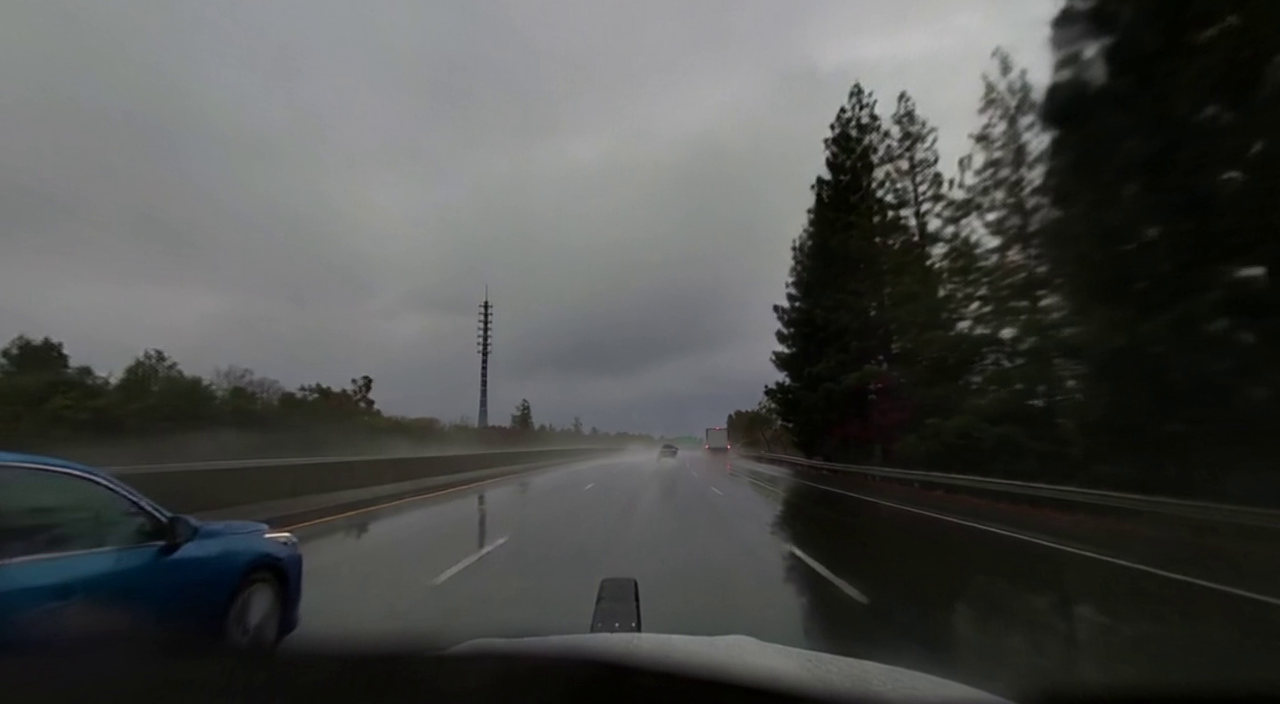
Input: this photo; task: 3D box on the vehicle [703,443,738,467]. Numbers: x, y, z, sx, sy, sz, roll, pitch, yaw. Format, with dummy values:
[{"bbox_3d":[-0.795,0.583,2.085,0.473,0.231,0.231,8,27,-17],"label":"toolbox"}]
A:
[{"bbox_3d":[5.493,7.022,43.419,2.030,1.526,4.165,0,-8,3],"label":"vehicle"}]
